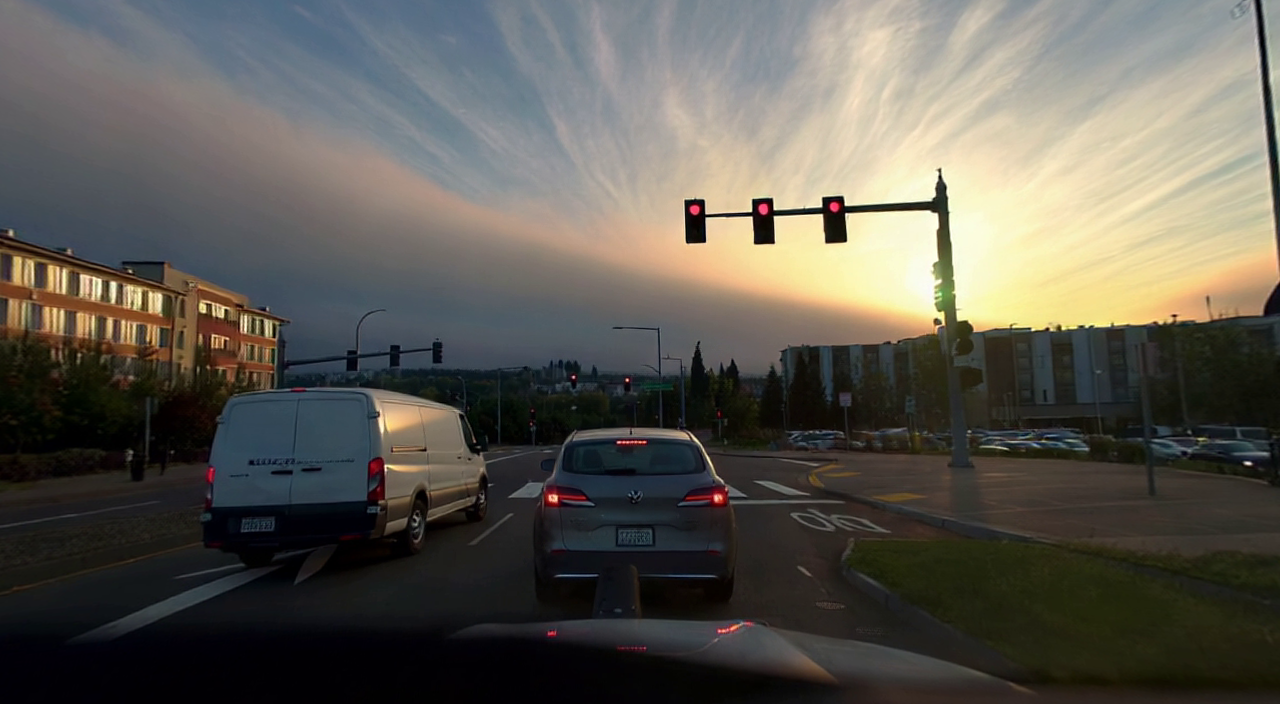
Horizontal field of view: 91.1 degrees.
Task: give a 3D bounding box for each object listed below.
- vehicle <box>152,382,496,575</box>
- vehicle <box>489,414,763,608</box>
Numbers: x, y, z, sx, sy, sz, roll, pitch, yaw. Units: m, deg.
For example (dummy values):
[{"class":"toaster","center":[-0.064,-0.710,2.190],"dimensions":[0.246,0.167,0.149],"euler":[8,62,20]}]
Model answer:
[{"class":"vehicle","center":[-3.576,1.529,8.552],"dimensions":[2.076,1.820,5.100],"euler":[0,-8,-1]},{"class":"vehicle","center":[-0.114,1.464,6.773],"dimensions":[2.064,1.452,3.942],"euler":[0,-8,0]}]
